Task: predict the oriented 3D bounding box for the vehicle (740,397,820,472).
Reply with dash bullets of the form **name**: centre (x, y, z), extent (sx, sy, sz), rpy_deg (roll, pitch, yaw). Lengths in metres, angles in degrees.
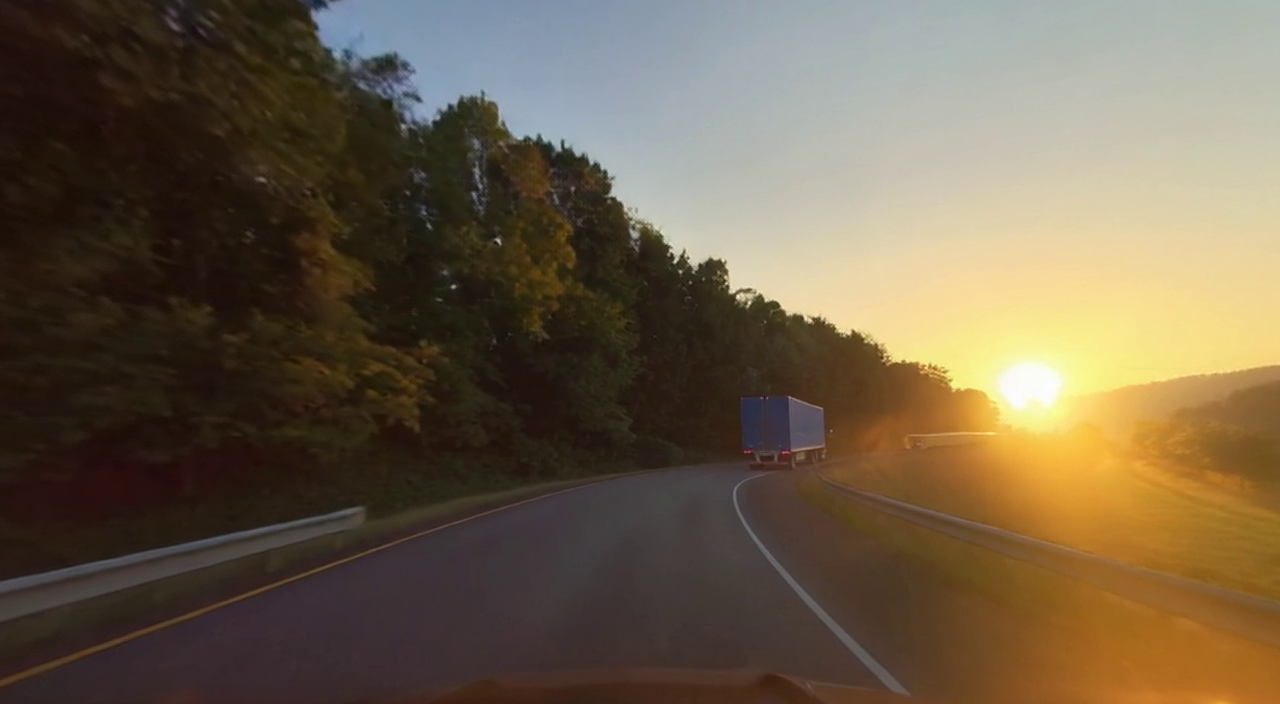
- **vehicle**: centre (9.706, 5.683, 42.048), extent (3.087, 4.178, 13.682), rpy_deg (-3, -10, 21)
